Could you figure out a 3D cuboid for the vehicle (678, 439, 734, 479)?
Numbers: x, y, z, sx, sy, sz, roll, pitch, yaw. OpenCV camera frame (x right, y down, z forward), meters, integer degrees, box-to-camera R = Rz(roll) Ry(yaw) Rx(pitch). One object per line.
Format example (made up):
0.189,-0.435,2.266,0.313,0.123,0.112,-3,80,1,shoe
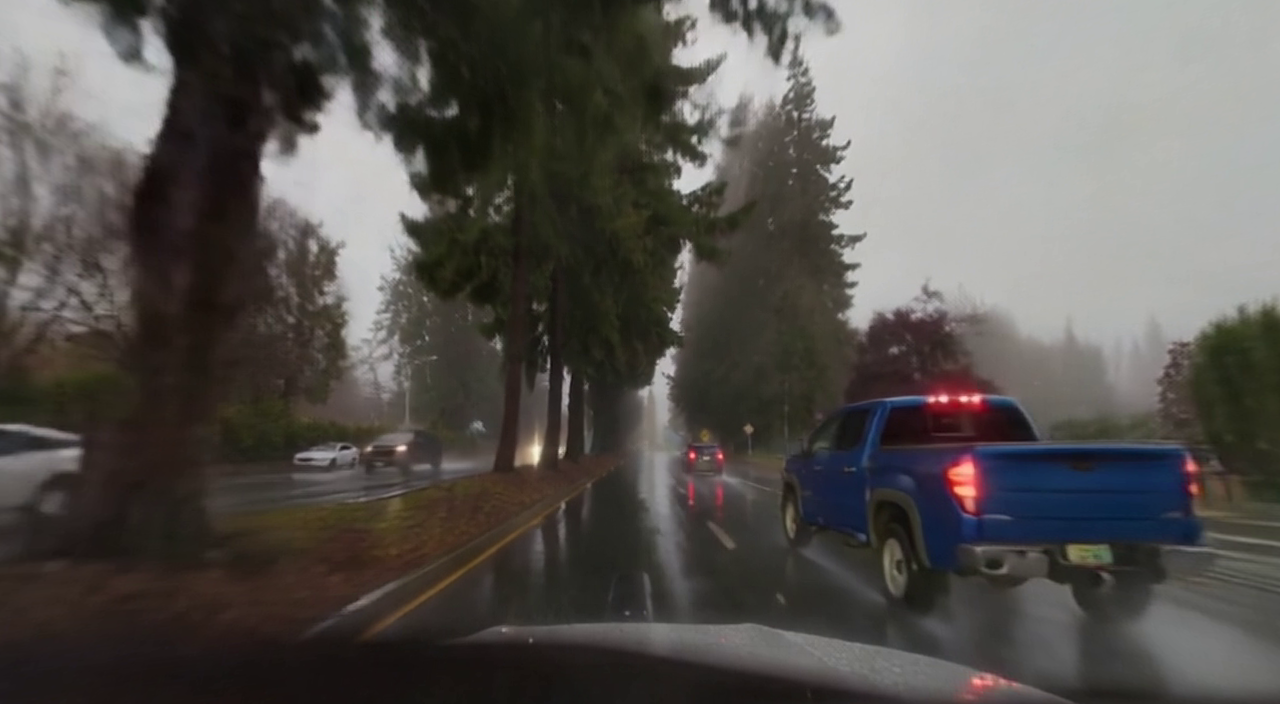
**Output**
3.025,5.036,29.908,2.108,1.712,4.616,0,-8,-1,vehicle

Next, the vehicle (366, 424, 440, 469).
-14.612,5.880,39.315,2.359,2.543,5.850,0,-8,0,vehicle

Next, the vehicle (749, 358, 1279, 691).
2.929,1.418,6.601,2.553,1.942,5.679,0,-8,0,vehicle

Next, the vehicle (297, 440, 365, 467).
-19.207,6.320,39.439,2.002,1.525,4.353,0,-8,0,vehicle
